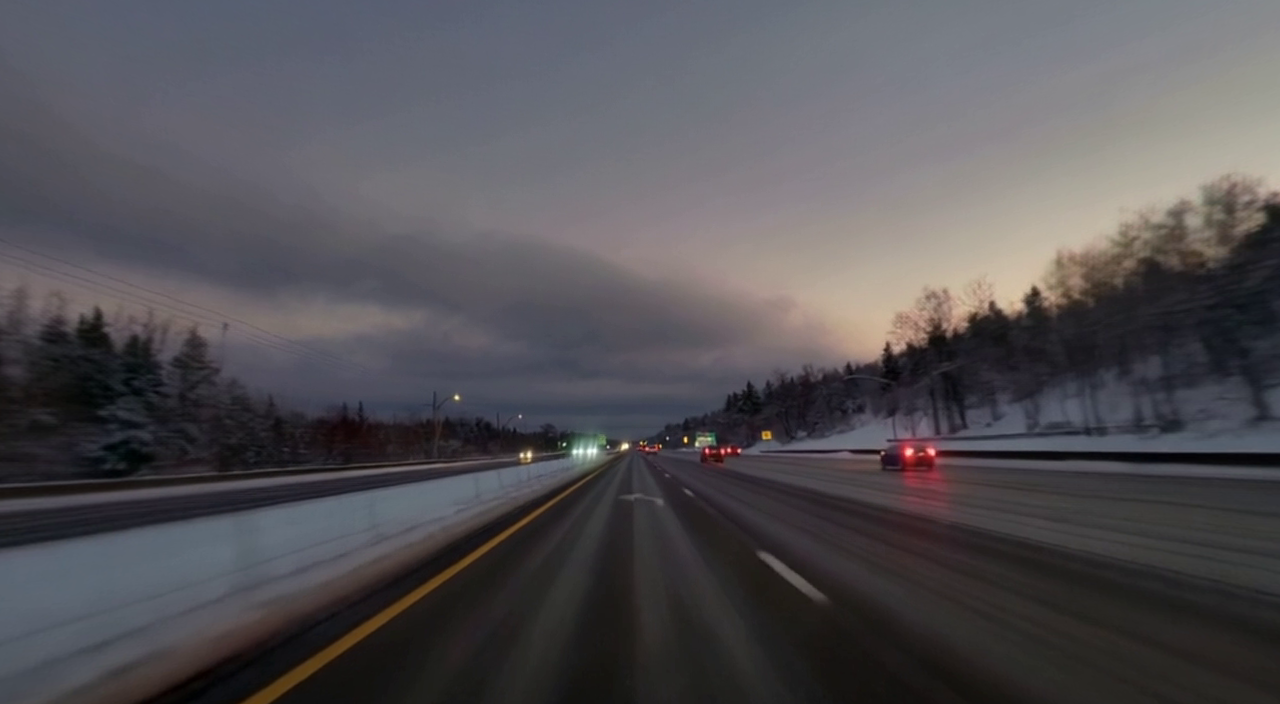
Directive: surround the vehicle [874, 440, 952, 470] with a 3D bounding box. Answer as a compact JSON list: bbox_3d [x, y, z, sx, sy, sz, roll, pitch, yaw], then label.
[{"bbox_3d":[14.569,5.511,33.873,2.089,1.484,4.573,0,-9,-1],"label":"vehicle"}]
